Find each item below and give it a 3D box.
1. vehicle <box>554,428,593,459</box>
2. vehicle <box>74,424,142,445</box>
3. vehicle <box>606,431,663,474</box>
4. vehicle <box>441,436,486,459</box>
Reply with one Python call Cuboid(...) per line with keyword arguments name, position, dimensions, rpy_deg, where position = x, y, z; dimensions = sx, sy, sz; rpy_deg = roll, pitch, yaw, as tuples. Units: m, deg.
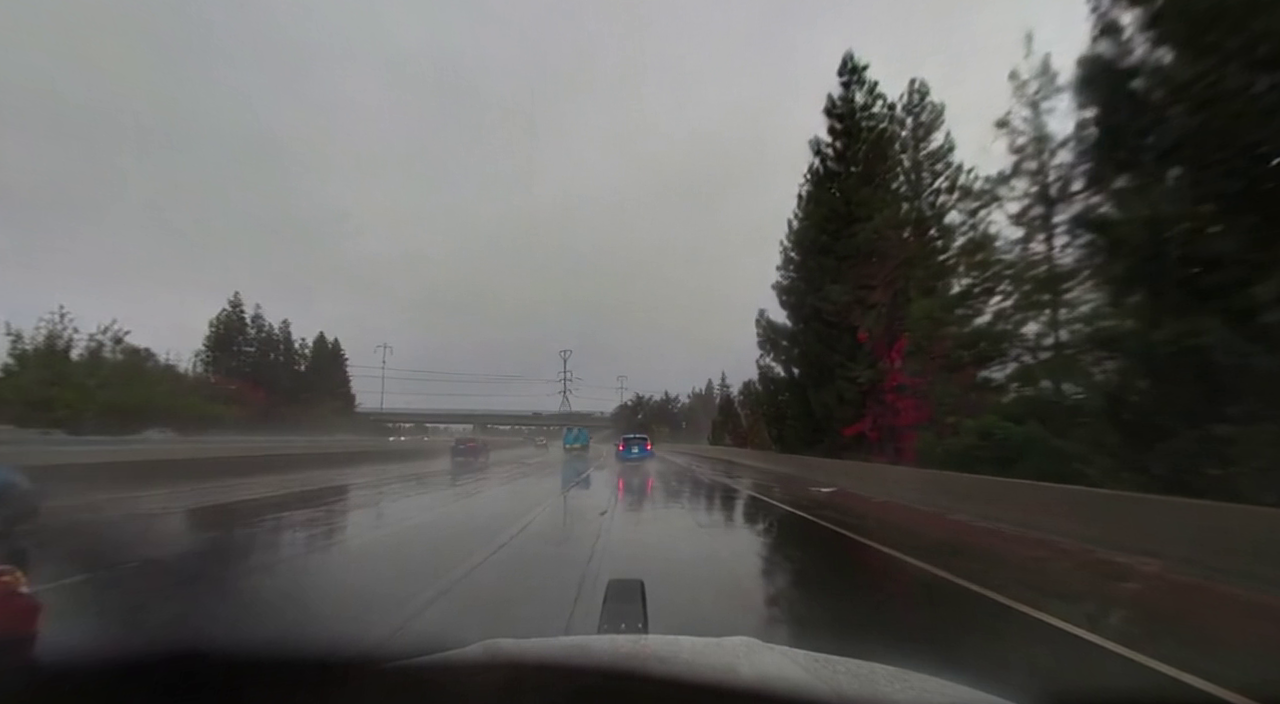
Cuboid(name="vehicle", position=(-4.075, 5.700, 39.135), dimensions=(2.174, 1.806, 3.932), rpy_deg=(1, -8, -2))
Cuboid(name="vehicle", position=(-37.741, 5.906, 44.633), dimensions=(1.624, 1.394, 3.703), rpy_deg=(0, -9, -1))
Cuboid(name="vehicle", position=(-0.228, 3.764, 23.730), dimensions=(1.954, 1.460, 3.983), rpy_deg=(0, -8, -1))
Cuboid(name="vehicle", position=(-11.890, 6.469, 42.550), dimensions=(1.844, 1.446, 4.395), rpy_deg=(0, -8, -2))
